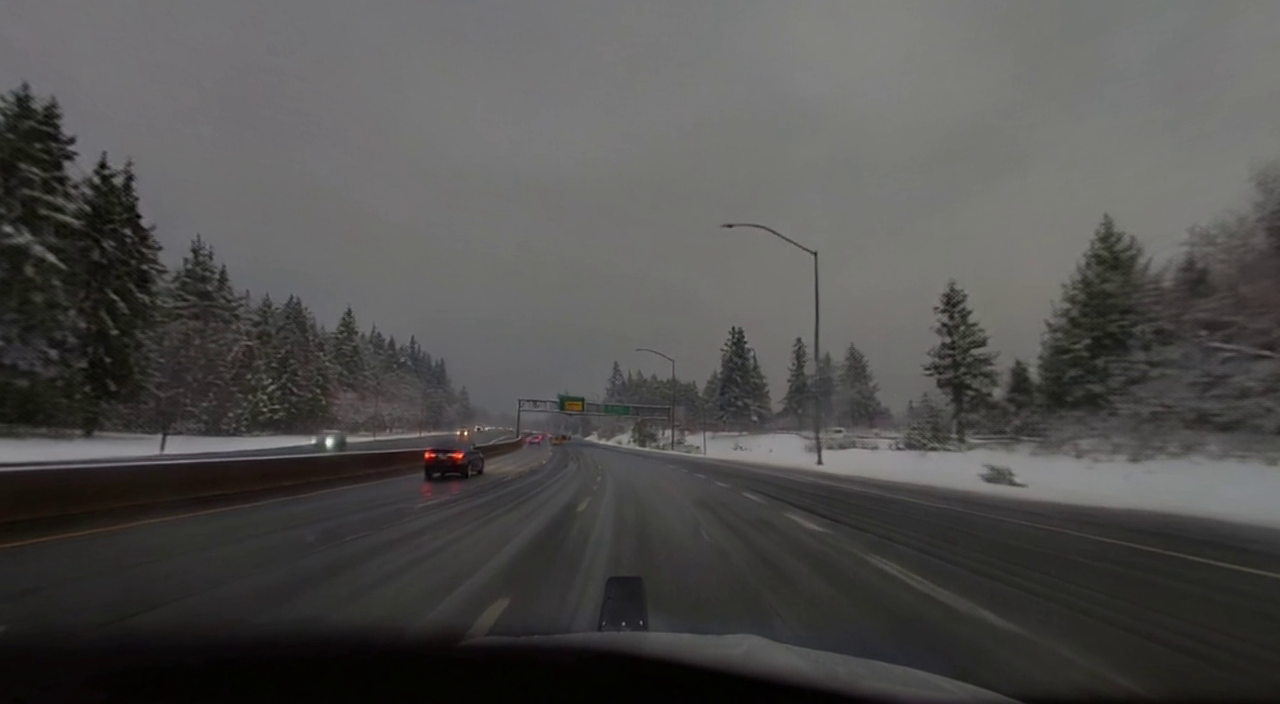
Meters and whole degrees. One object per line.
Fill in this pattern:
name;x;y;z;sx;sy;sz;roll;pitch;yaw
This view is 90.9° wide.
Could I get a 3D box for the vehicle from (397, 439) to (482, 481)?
vehicle;-7.719;4.179;24.767;2.025;1.494;4.495;0;-8;-2
